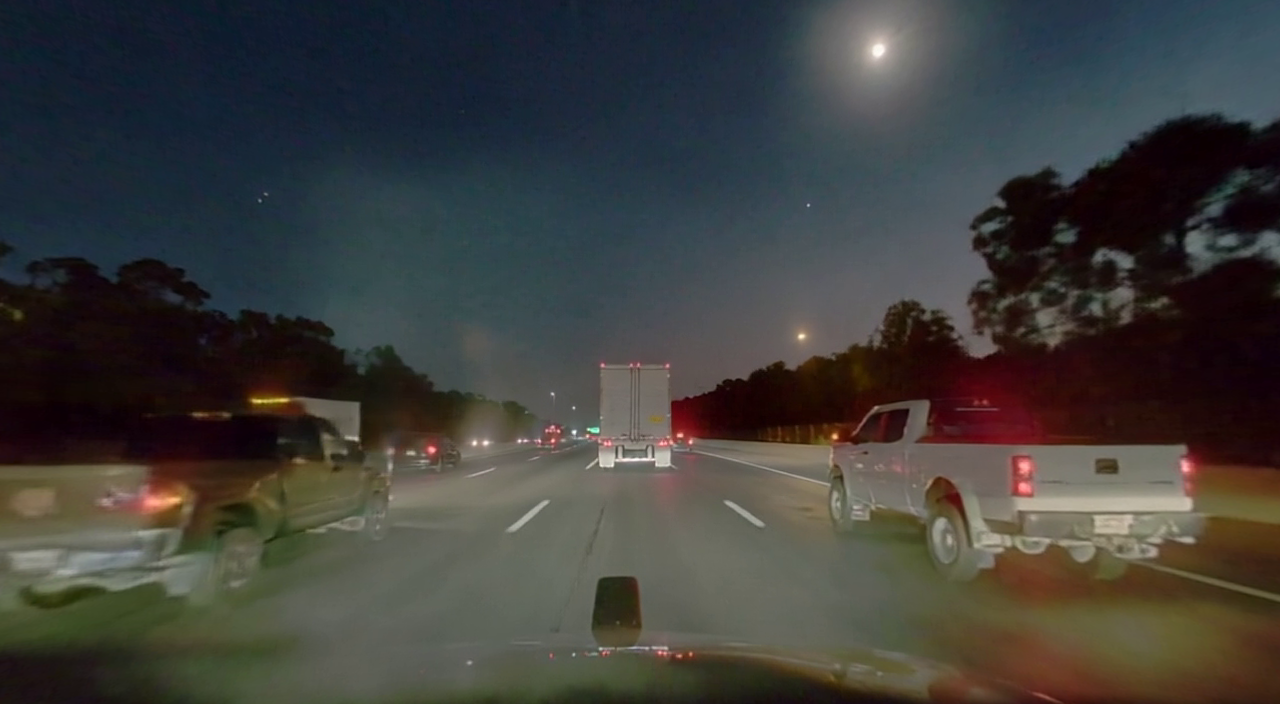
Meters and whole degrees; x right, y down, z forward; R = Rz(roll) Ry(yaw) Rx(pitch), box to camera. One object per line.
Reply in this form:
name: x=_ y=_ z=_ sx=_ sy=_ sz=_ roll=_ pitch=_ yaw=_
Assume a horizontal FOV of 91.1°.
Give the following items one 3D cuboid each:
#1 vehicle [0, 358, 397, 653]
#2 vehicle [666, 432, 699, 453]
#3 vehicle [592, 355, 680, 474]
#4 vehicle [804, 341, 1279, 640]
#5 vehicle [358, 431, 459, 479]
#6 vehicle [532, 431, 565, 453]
vehicle: x=-4.243 y=1.201 z=5.988 sx=2.134 sy=1.752 sz=4.375 roll=0 pitch=-8 yaw=-1
vehicle: x=3.226 y=6.919 z=48.388 sx=2.044 sy=1.508 sz=4.716 roll=0 pitch=-8 yaw=-2
vehicle: x=-0.452 y=2.769 z=26.128 sx=2.904 sy=3.915 sz=10.473 roll=0 pitch=-8 yaw=-3
vehicle: x=3.457 y=1.167 z=6.388 sx=2.118 sy=1.832 sz=4.901 roll=0 pitch=-8 yaw=-2
vehicle: x=-7.918 y=3.526 z=21.944 sx=2.059 sy=1.500 sz=4.001 roll=0 pitch=-8 yaw=-1
vehicle: x=-7.130 y=7.041 z=49.225 sx=2.134 sy=1.650 sz=4.133 roll=0 pitch=-8 yaw=-2
